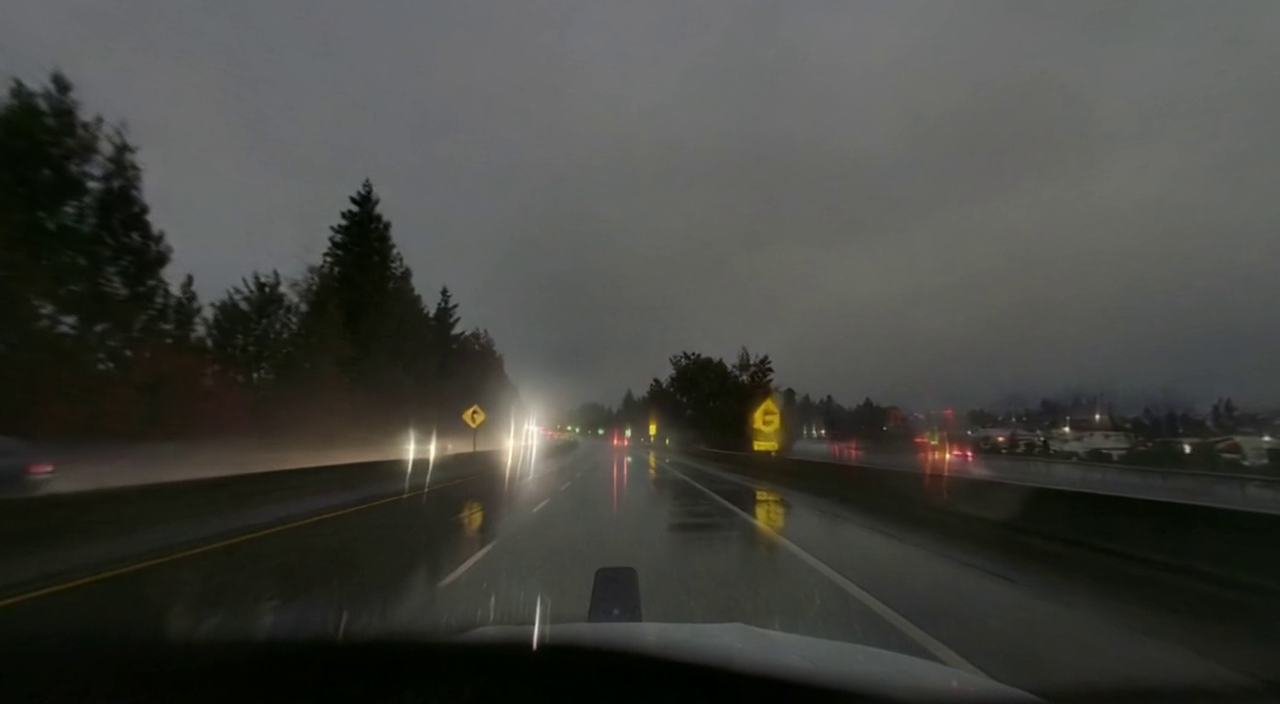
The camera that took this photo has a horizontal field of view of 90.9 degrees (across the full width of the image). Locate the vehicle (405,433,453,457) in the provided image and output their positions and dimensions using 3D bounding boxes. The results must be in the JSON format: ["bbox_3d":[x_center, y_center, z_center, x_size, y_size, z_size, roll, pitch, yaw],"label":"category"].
[{"bbox_3d":[-14.495,6.402,43.548,1.959,1.566,4.102,0,-8,-1],"label":"vehicle"}]
